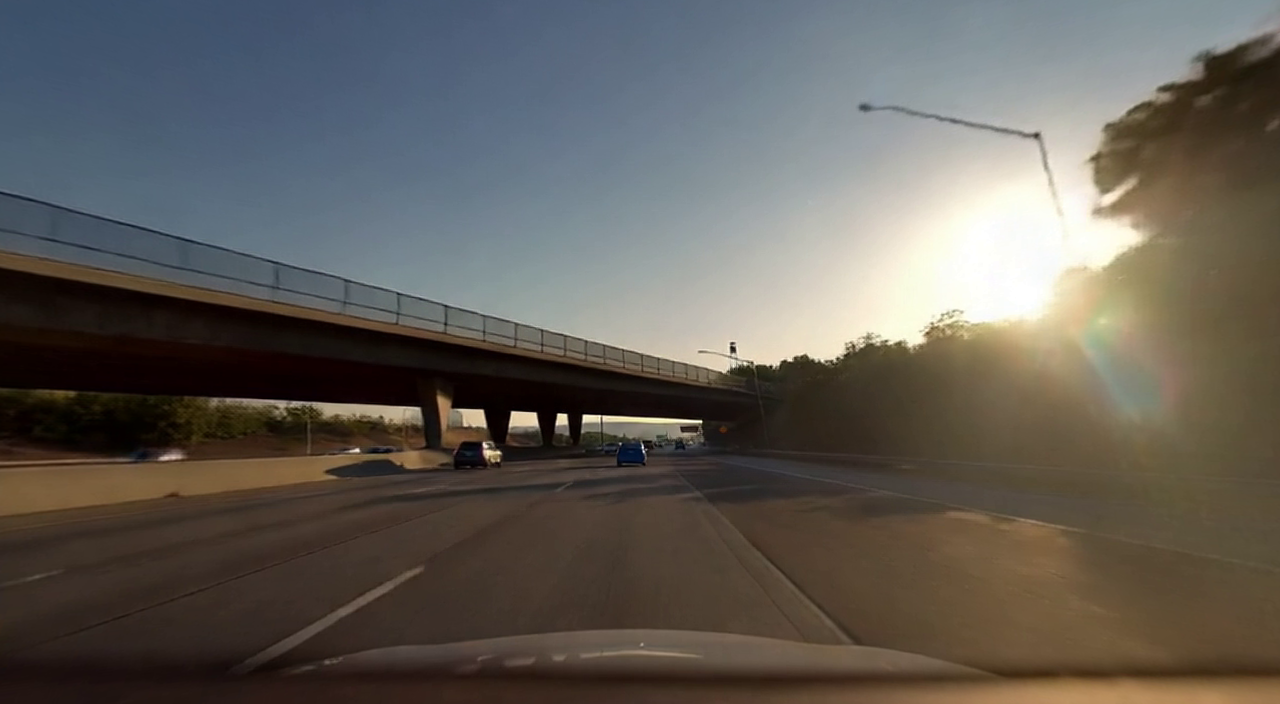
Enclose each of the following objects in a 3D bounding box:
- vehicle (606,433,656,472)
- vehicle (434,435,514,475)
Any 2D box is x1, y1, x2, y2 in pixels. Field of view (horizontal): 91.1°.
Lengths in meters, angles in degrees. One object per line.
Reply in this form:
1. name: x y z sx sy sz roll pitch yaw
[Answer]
1. vehicle: -0.337 4.715 29.595 2.155 1.690 4.318 0 -8 1
2. vehicle: -6.925 4.353 26.680 1.994 1.519 4.668 0 -9 2
